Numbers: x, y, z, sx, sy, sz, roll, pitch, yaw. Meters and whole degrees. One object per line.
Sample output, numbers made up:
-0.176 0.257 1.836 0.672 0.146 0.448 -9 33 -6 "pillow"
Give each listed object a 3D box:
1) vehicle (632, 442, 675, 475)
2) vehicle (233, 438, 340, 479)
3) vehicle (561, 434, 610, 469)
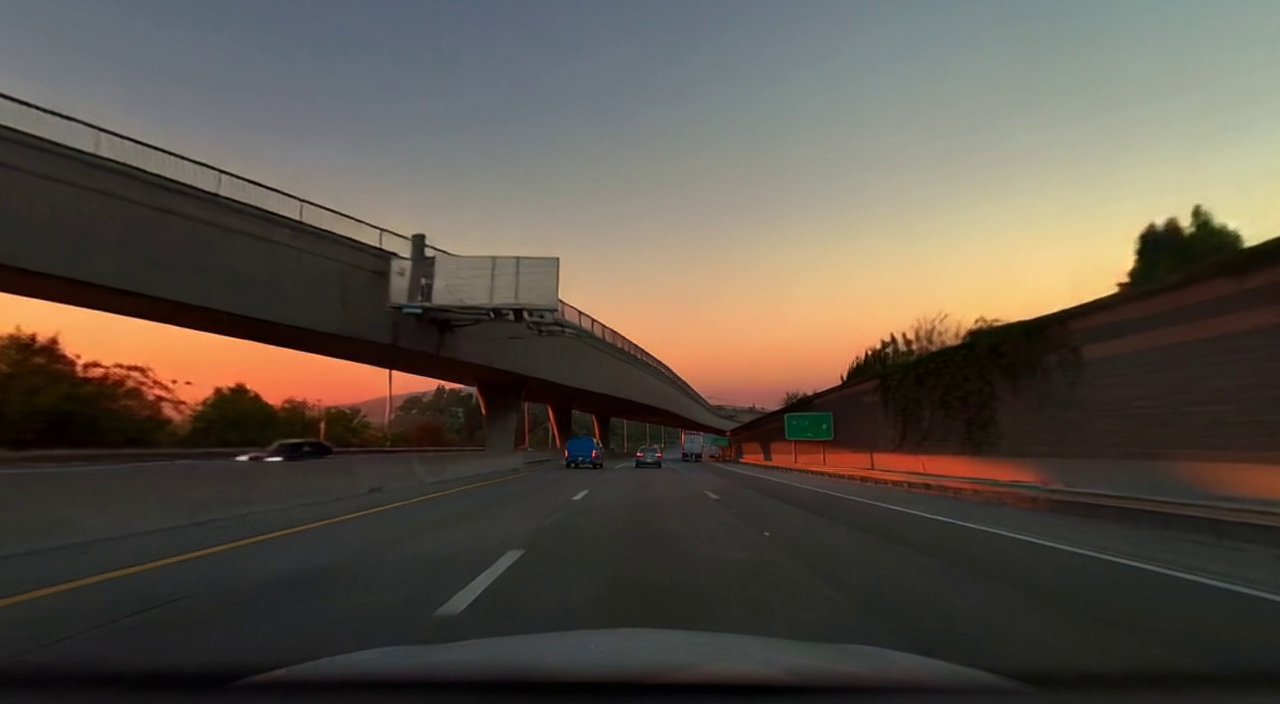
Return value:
0.704 5.518 32.794 2.086 1.548 4.325 0 -9 1 "vehicle"
-17.208 5.218 31.052 2.111 1.802 5.196 0 -9 2 "vehicle"
-3.082 5.751 36.541 2.264 1.901 4.647 0 -9 2 "vehicle"
